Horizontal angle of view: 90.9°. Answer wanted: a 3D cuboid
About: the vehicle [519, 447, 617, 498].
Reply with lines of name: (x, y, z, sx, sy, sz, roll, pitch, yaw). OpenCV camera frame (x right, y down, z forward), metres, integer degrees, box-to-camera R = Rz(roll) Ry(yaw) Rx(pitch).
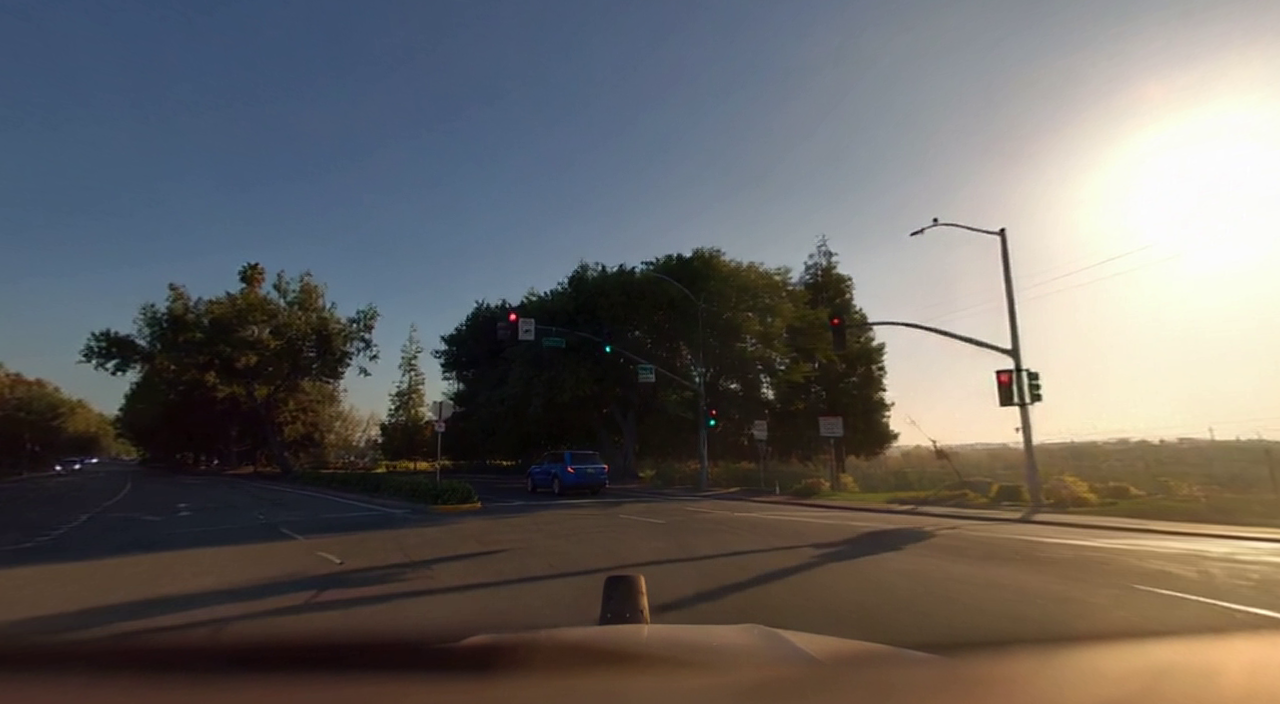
vehicle: (-3.060, 4.809, 25.698, 2.284, 1.788, 4.871, 4, -10, -28)
